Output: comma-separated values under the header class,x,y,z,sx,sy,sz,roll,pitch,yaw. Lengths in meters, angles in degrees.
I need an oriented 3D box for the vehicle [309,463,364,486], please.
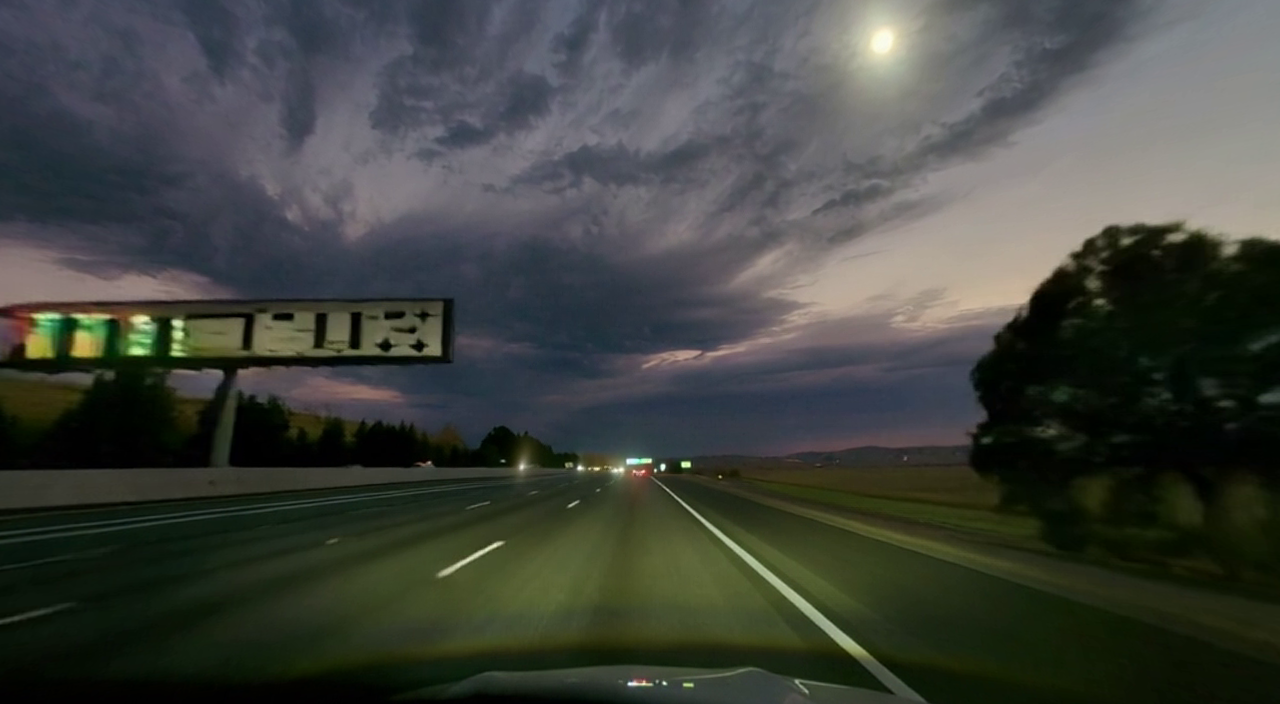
class,x,y,z,sx,sy,sz,roll,pitch,yaw
vehicle,-23.193,9.372,48.297,1.916,1.576,4.365,1,-10,1
